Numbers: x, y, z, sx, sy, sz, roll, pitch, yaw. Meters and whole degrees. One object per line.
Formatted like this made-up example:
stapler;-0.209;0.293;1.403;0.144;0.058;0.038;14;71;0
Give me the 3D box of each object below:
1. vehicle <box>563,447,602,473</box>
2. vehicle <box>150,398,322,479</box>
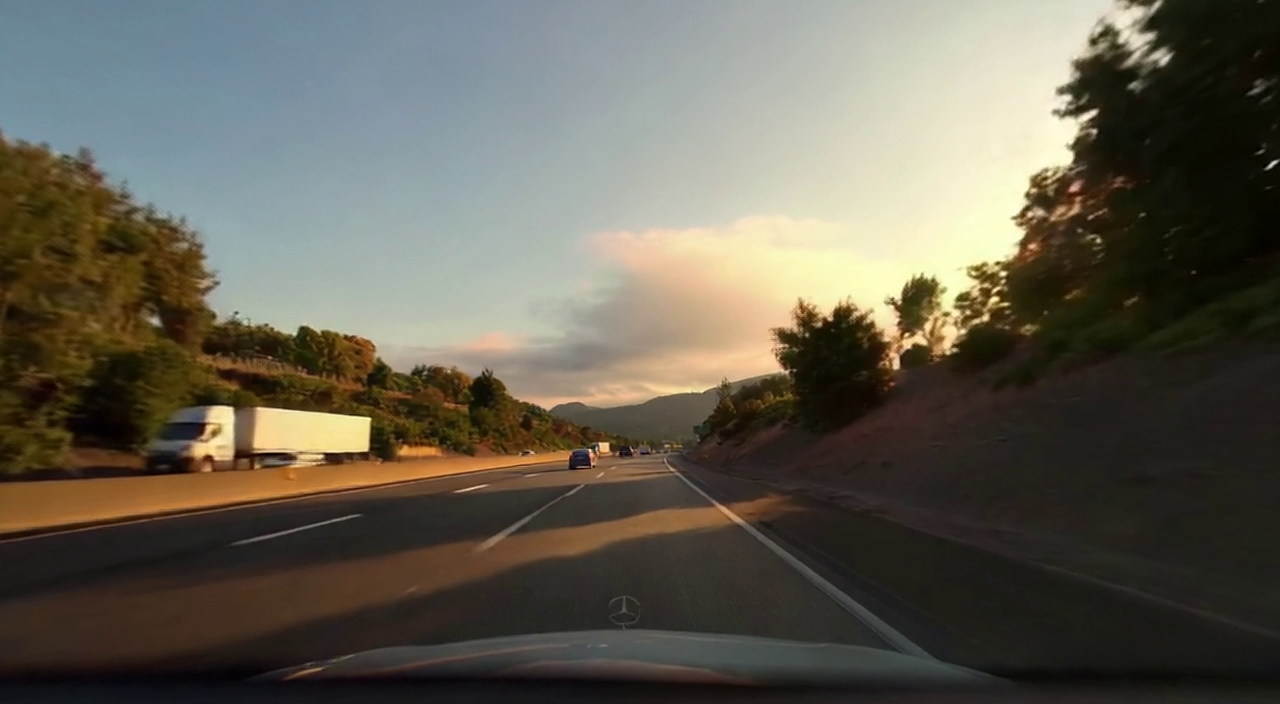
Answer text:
vehicle;-3.342;6.359;37.377;1.858;1.459;4.091;0;-9;1
vehicle;-23.116;5.200;37.254;2.975;4.087;10.601;0;-9;1
